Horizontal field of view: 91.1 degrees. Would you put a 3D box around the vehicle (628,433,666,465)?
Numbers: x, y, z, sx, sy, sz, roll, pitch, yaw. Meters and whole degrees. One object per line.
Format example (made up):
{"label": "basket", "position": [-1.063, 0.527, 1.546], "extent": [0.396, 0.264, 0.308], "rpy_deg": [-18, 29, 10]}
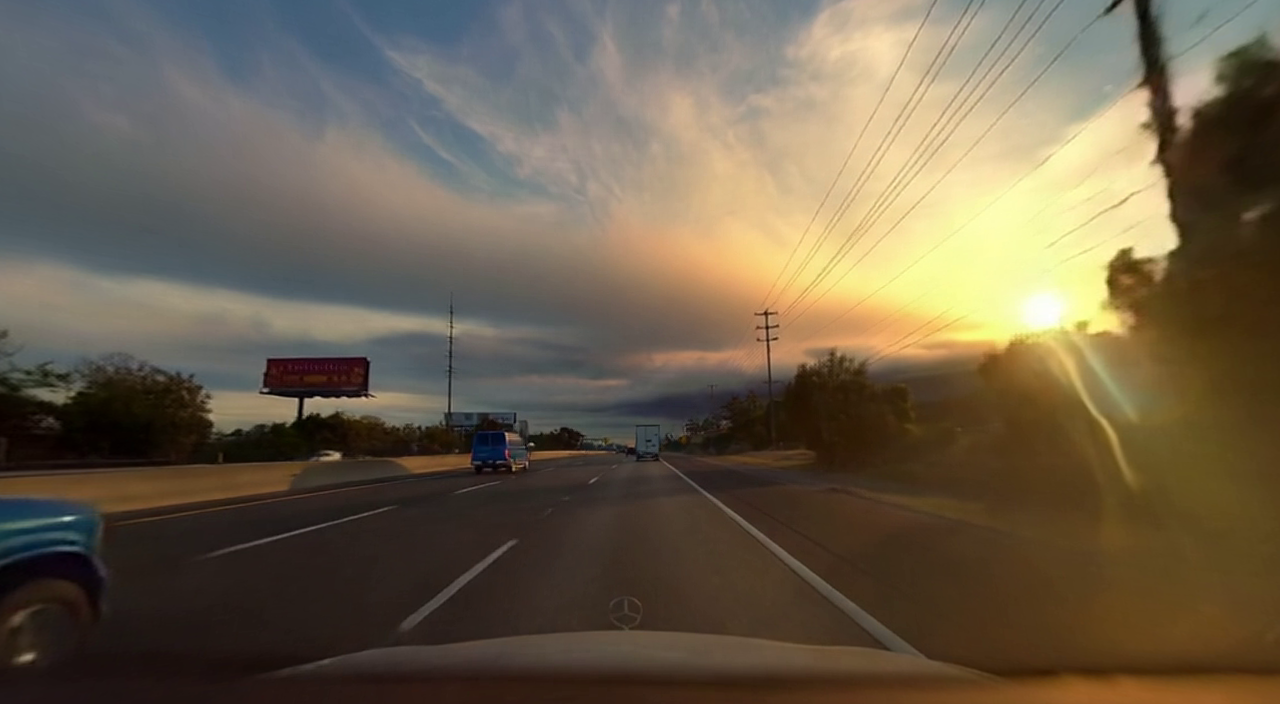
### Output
{"label": "vehicle", "position": [0.525, 7.331, 47.726], "extent": [2.692, 2.279, 5.695], "rpy_deg": [0, -8, 0]}

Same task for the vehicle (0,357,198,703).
{"label": "vehicle", "position": [-3.894, 0.721, 1.532], "extent": [2.145, 1.730, 4.729], "rpy_deg": [0, -8, 0]}

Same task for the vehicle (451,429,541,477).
{"label": "vehicle", "position": [-6.862, 4.935, 30.964], "extent": [2.695, 2.084, 6.836], "rpy_deg": [0, -8, 1]}
